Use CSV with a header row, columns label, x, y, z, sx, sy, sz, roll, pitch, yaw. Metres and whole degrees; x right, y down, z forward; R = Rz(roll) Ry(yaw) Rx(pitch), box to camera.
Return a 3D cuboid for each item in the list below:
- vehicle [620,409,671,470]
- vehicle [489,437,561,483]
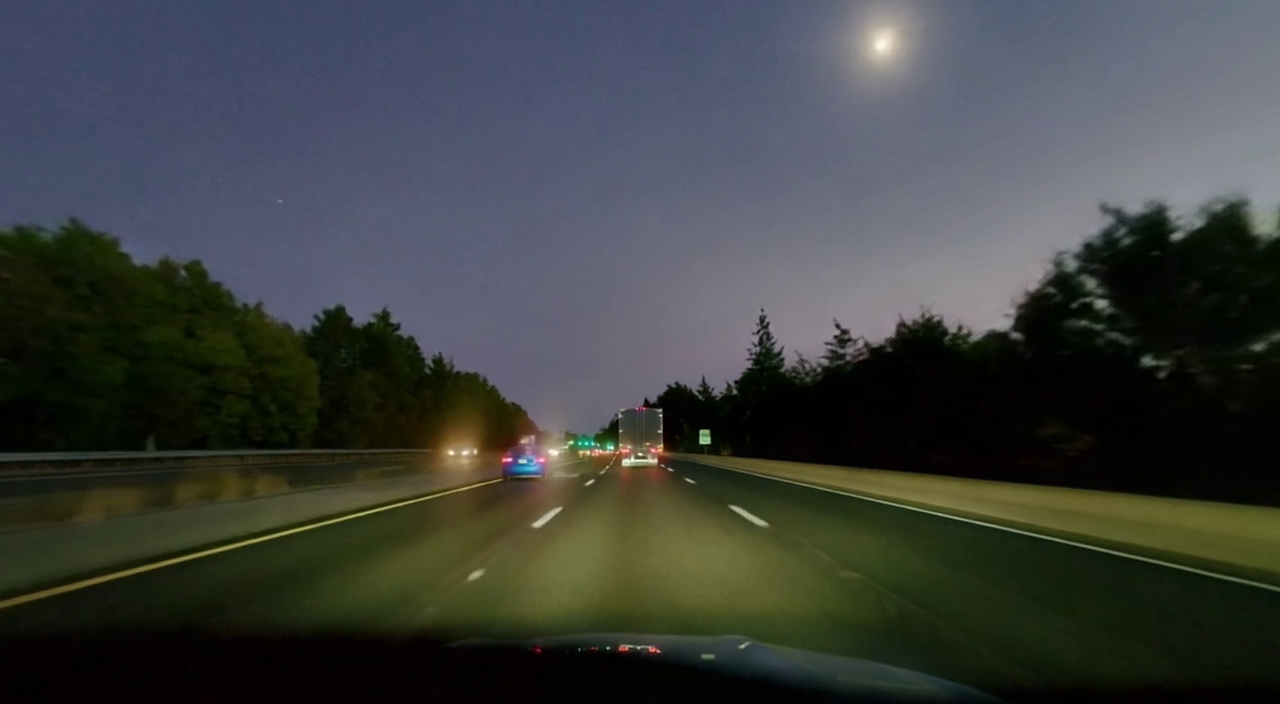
label,x,y,z,sx,sy,sz,roll,pitch,yaw
vehicle,0.184,5.946,42.350,2.893,3.628,9.081,0,-9,-3
vehicle,-4.304,4.131,24.220,1.977,1.602,3.944,0,-9,0
